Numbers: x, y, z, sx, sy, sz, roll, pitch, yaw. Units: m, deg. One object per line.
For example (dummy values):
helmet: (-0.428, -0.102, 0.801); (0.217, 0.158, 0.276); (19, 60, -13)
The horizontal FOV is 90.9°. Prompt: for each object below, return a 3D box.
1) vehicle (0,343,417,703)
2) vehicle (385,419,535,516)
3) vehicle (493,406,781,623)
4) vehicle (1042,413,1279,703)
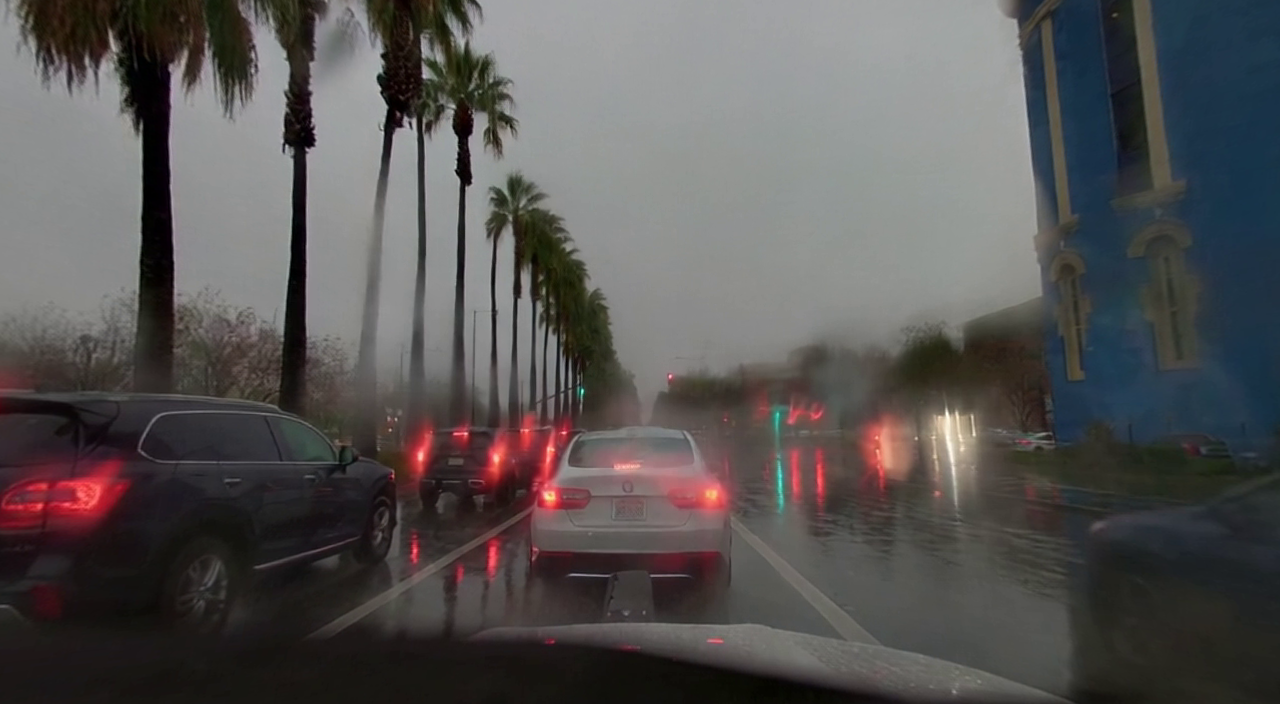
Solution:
vehicle: (-3.539, 1.141, 5.069); (1.914, 1.741, 4.398); (0, -8, -1)
vehicle: (-3.481, 2.317, 13.084); (1.840, 1.684, 4.041); (0, -8, 1)
vehicle: (-0.051, 1.514, 6.858); (2.114, 1.585, 4.285); (0, -8, -1)
vehicle: (3.770, 0.908, 2.033); (1.982, 1.480, 4.572); (0, -8, 1)
